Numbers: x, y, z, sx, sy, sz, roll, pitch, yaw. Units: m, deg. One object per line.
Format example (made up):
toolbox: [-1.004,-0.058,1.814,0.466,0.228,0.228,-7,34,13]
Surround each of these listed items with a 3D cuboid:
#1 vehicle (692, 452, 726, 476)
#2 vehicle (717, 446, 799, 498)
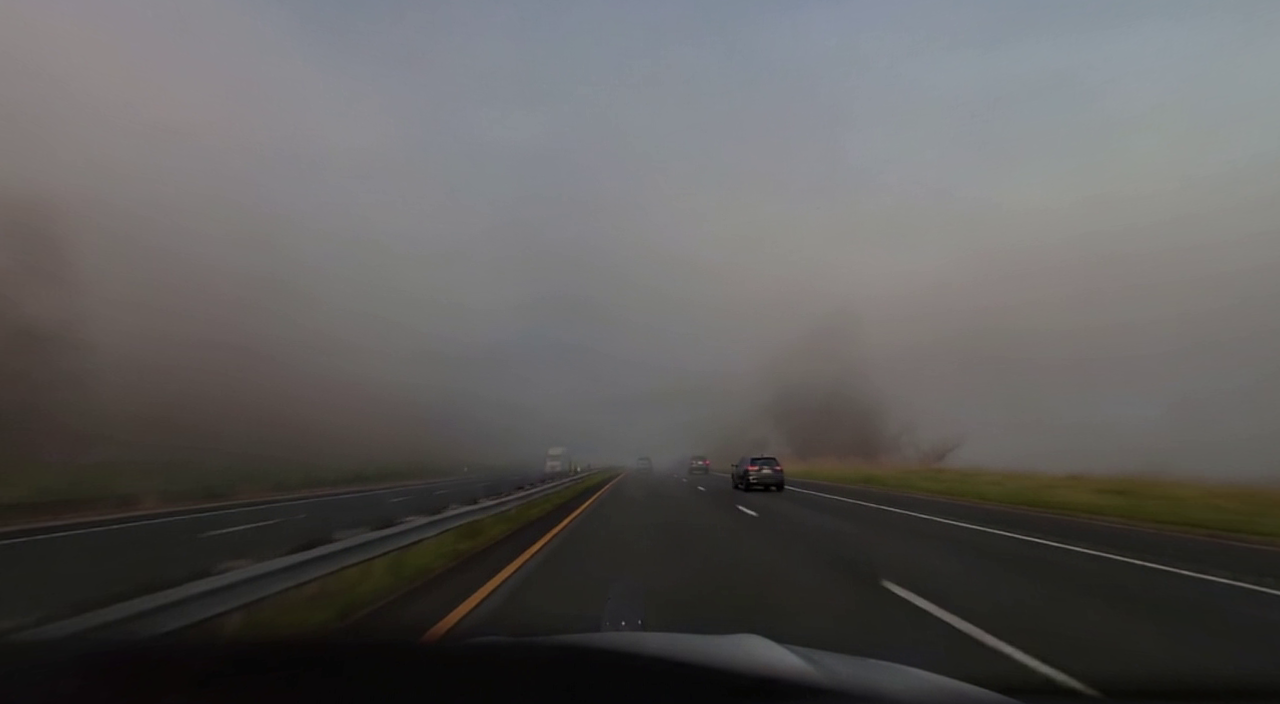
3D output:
vehicle: [5.087,8.331,46.997,1.994,1.671,3.949,0,-9,-1]
vehicle: [4.153,4.308,23.016,2.122,1.662,4.392,0,-9,0]
